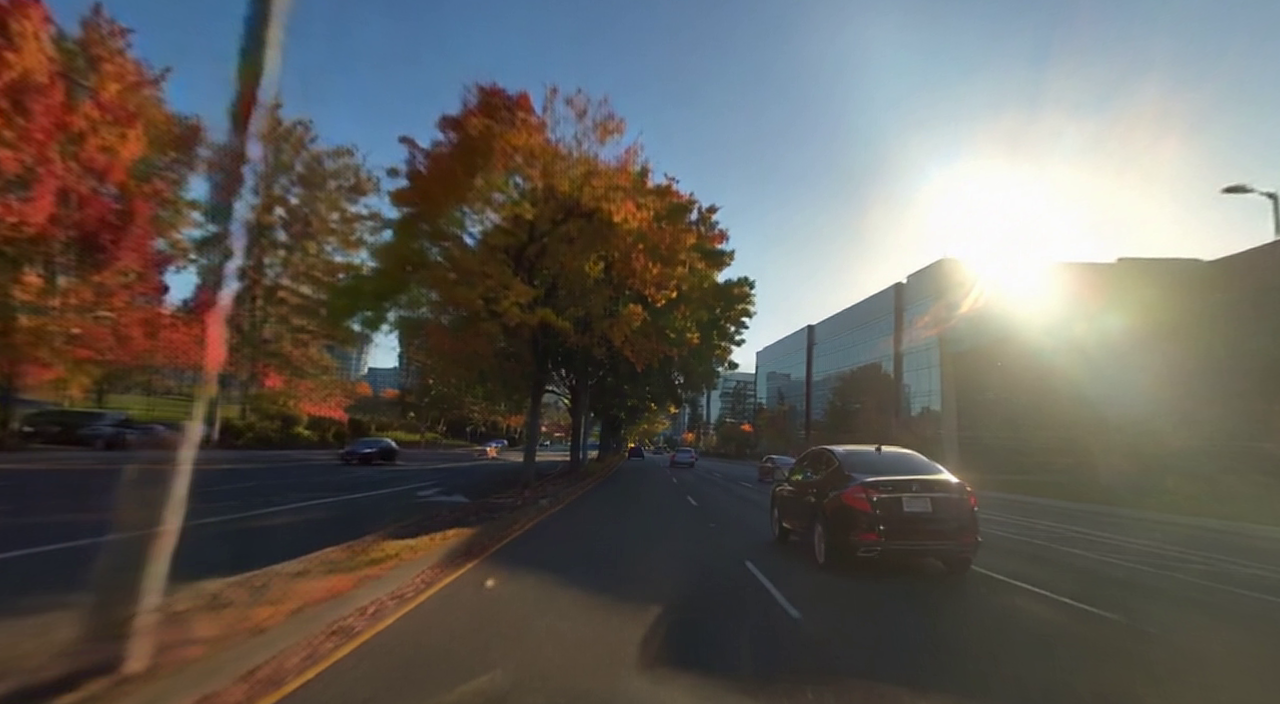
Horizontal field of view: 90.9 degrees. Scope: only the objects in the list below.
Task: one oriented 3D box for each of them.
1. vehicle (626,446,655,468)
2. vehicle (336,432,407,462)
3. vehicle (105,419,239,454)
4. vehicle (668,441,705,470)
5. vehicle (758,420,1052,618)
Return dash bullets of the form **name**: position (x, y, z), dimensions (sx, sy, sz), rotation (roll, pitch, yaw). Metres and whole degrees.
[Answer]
- **vehicle**: position (0.011, 7.370, 44.451), dimensions (1.991, 1.477, 3.814), rotation (0, -8, 0)
- **vehicle**: position (-15.340, 5.447, 36.293), dimensions (2.029, 1.588, 4.654), rotation (0, -8, 0)
- **vehicle**: position (-27.023, 4.916, 36.534), dimensions (6.055, 1.910, 2.113), rotation (0, -8, 1)
- **vehicle**: position (3.304, 7.436, 45.455), dimensions (2.154, 1.844, 4.634), rotation (3, -9, -1)
- **vehicle**: position (2.801, 1.798, 7.704), dimensions (1.901, 1.634, 3.896), rotation (4, -8, 0)
